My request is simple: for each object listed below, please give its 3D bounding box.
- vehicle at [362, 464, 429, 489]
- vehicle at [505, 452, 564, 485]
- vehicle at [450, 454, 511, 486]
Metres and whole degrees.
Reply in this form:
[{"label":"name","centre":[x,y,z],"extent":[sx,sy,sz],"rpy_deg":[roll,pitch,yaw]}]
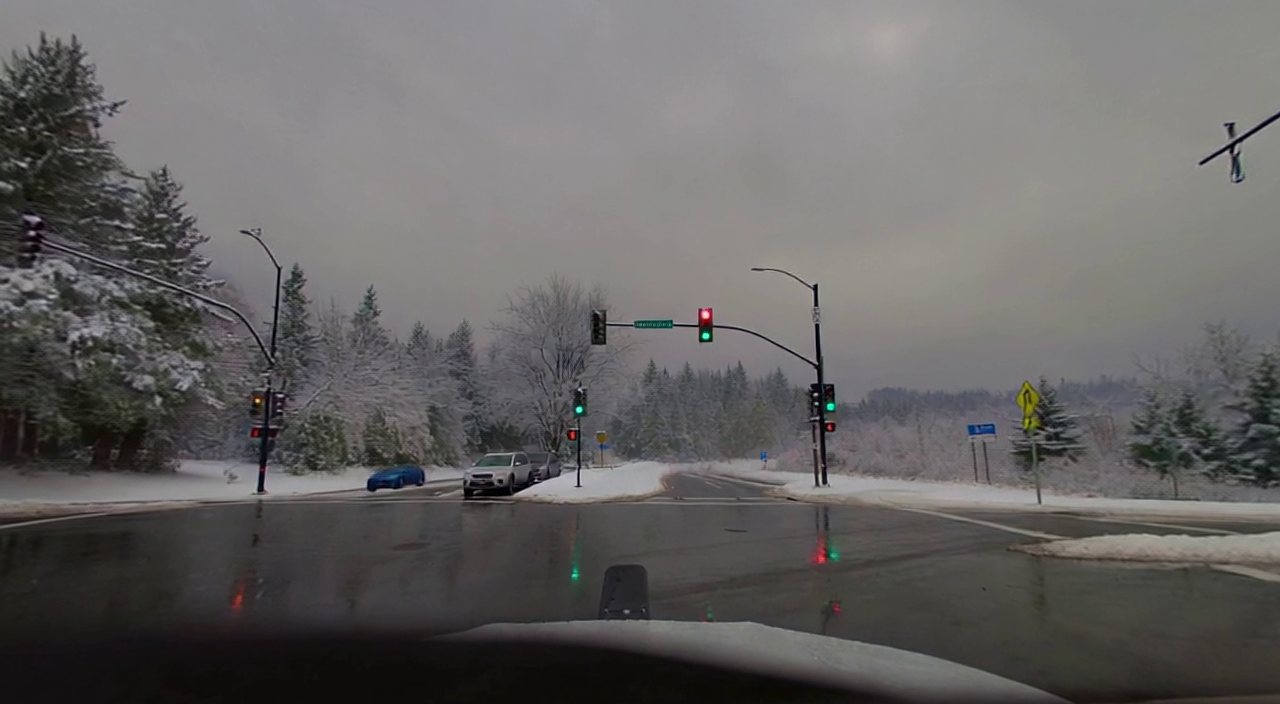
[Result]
[{"label":"vehicle","centre":[-17.230,8.796,44.652],"extent":[2.029,1.500,4.491],"rpy_deg":[-3,-9,18]},{"label":"vehicle","centre":[-5.247,5.872,32.104],"extent":[2.107,1.456,4.728],"rpy_deg":[0,-8,1]},{"label":"vehicle","centre":[-8.034,5.978,32.095],"extent":[1.960,1.433,4.213],"rpy_deg":[0,-8,1]}]
